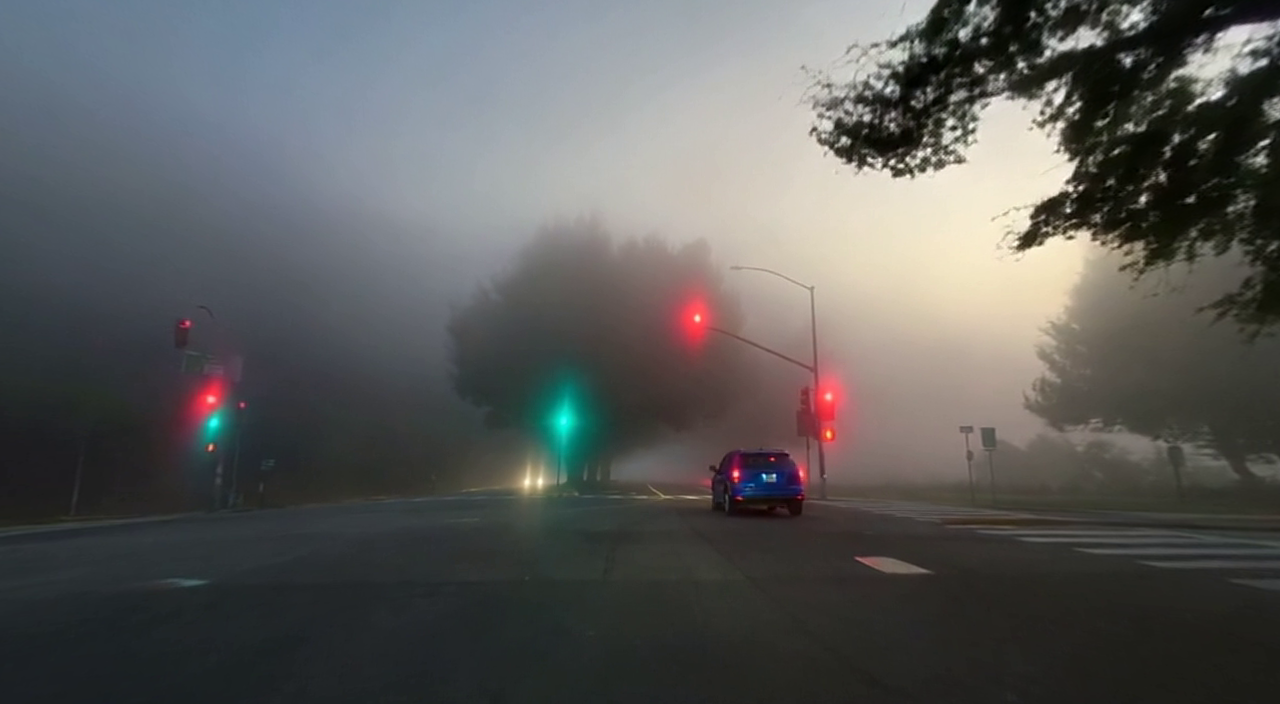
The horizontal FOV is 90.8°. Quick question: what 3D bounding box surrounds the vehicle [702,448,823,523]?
[{"bbox_3d":[2.999,3.378,16.699,2.140,1.655,4.786,0,-9,-1],"label":"vehicle"}]
